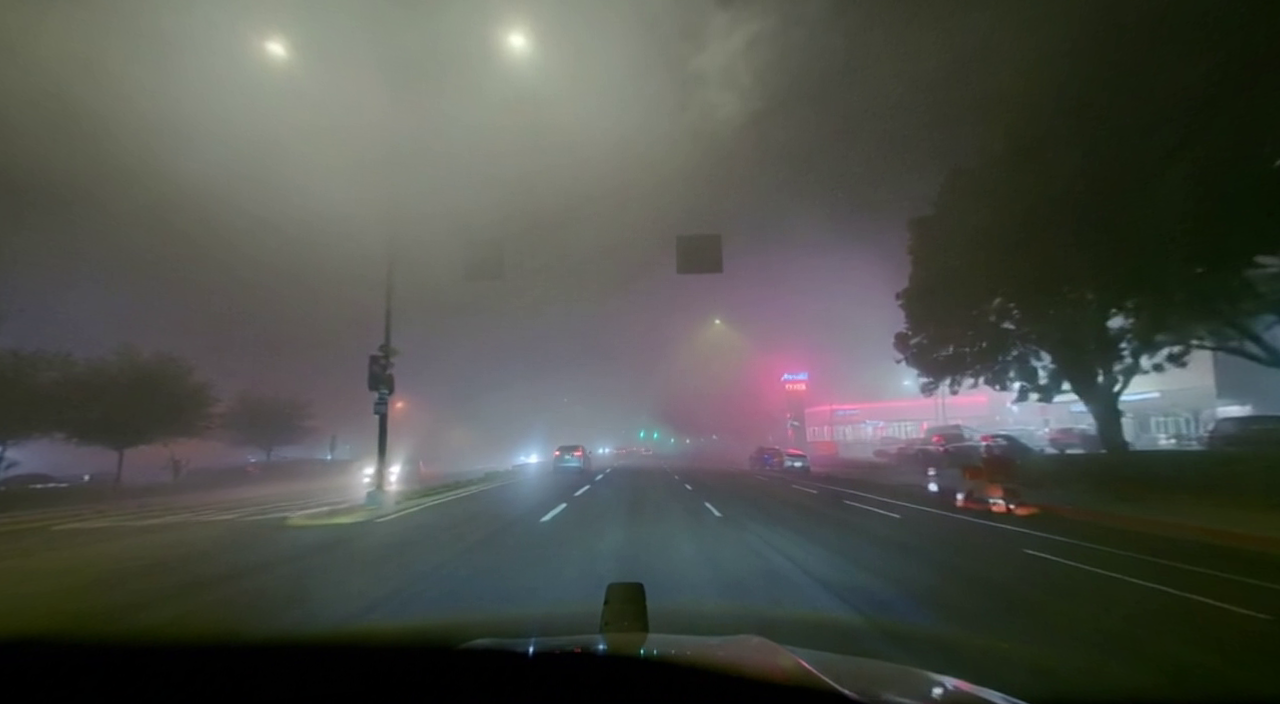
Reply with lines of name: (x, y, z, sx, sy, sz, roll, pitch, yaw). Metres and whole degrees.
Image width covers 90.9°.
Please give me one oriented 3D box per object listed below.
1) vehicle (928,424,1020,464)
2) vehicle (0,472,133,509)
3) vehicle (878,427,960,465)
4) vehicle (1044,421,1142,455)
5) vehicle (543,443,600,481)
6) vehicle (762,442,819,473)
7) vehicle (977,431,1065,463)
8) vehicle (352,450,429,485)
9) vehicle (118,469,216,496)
vehicle: (16.126, 4.475, 30.695, 1.984, 1.774, 4.406, 0, -8, -1)
vehicle: (-30.134, 7.271, 33.357, 5.077, 1.411, 1.808, 3, -11, -39)
vehicle: (13.588, 4.633, 31.026, 1.916, 1.683, 4.516, 0, -8, -1)
vehicle: (25.845, 4.969, 36.208, 2.043, 1.803, 4.774, -1, -8, 0)
vehicle: (-2.788, 4.576, 26.598, 1.926, 1.442, 4.231, 0, -8, 0)
vehicle: (7.472, 5.242, 31.600, 1.799, 1.399, 4.317, -1, -8, 0)
vehicle: (18.284, 4.590, 30.473, 1.881, 1.443, 3.882, -1, -8, 2)
vehicle: (-11.986, 5.548, 30.613, 1.917, 1.495, 4.309, -1, -8, 1)
vehicle: (-30.235, 8.313, 40.385, 4.708, 1.457, 1.821, 8, -12, -43)
